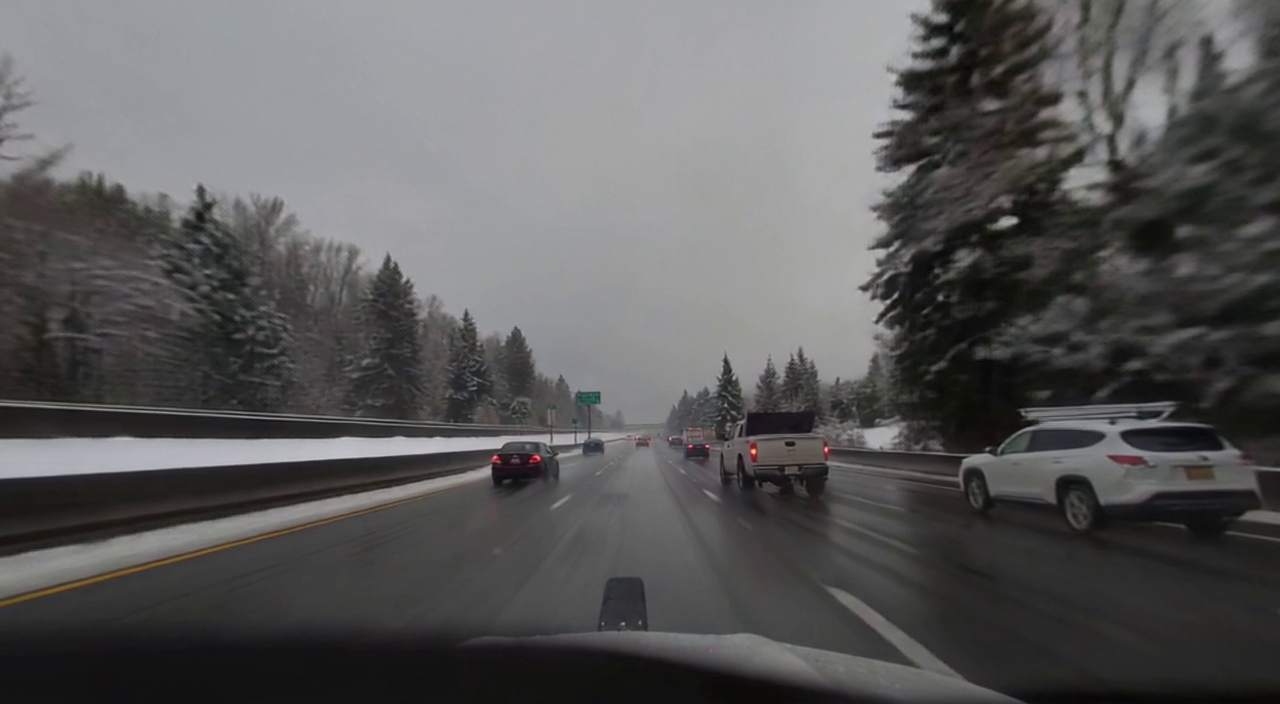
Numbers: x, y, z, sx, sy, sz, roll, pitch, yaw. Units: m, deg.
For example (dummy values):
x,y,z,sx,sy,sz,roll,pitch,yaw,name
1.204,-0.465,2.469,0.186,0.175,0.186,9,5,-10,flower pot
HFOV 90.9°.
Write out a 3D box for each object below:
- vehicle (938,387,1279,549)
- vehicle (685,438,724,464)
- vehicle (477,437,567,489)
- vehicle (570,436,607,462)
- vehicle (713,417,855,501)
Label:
x,y,z,sx,sy,sz,roll,pitch,yaw,name
7.570,1.835,10.601,2.291,1.968,5.662,0,-9,0,vehicle
3.895,6.047,38.671,1.953,1.480,4.053,0,-9,-1,vehicle
-3.614,3.478,20.132,1.978,1.473,4.073,0,-9,1,vehicle
-3.381,6.460,42.145,2.020,1.628,4.248,0,-9,1,vehicle
3.674,2.914,17.493,2.517,1.935,5.552,0,-9,-1,vehicle
